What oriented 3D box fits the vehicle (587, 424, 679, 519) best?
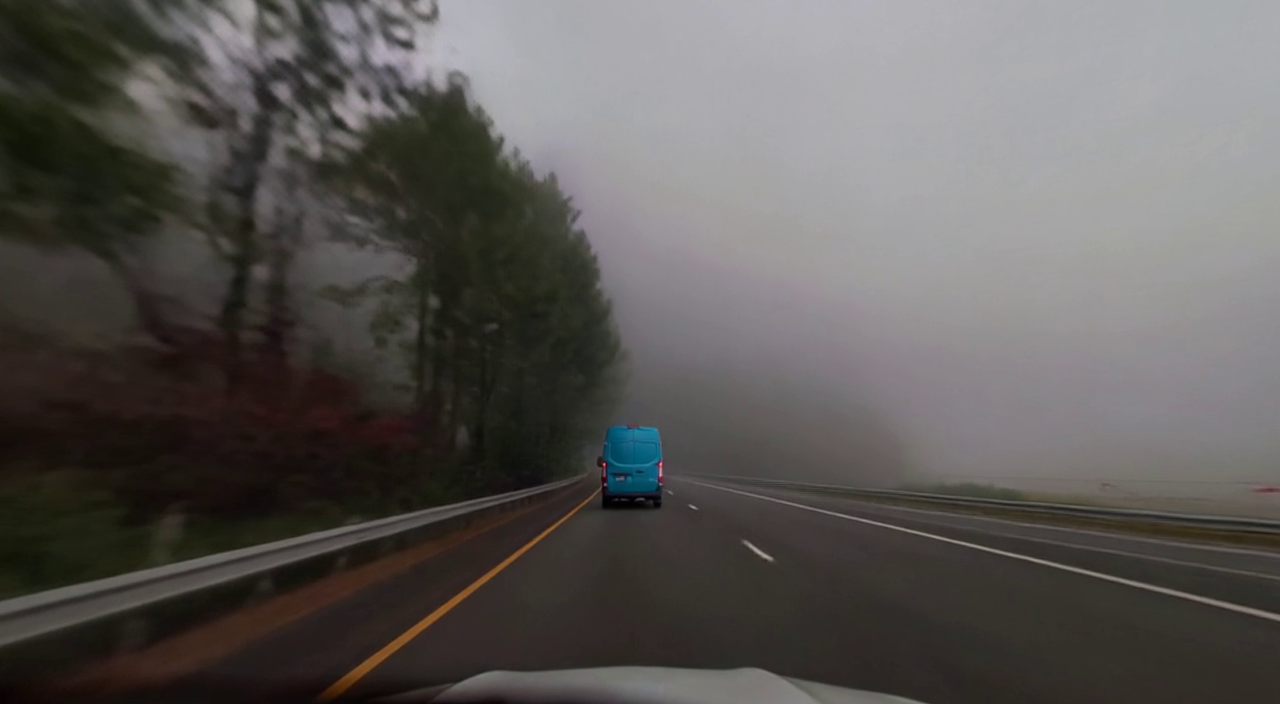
[{"bbox_3d":[-0.325,3.665,19.486,2.375,2.432,6.161,1,-10,-3],"label":"vehicle"}]
